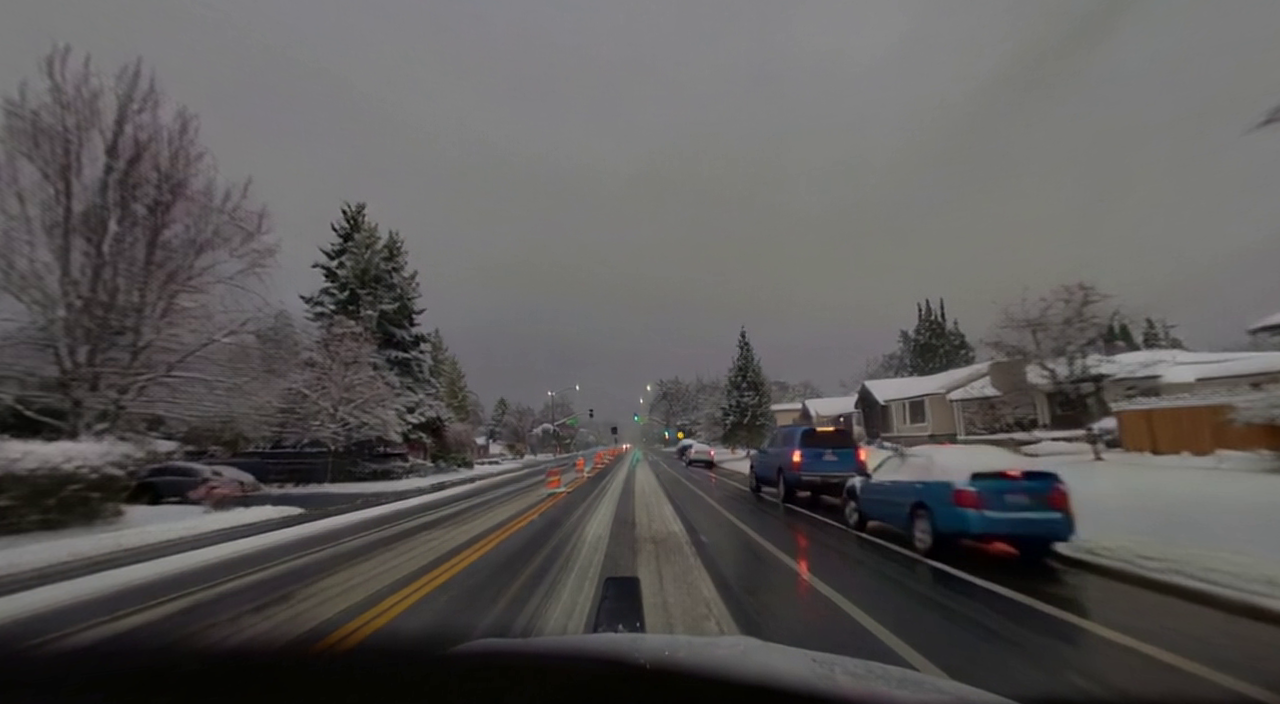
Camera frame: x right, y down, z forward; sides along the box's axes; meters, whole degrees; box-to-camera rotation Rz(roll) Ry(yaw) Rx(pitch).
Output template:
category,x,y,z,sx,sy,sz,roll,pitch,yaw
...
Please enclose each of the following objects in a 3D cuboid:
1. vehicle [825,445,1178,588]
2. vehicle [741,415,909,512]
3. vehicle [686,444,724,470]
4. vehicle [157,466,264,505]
category,x,y,z,sx,sy,sz,roll,pitch,yaw
vehicle,4.146,1.922,8.391,1.928,1.333,4.586,0,-9,-1
vehicle,4.116,2.600,15.169,2.255,1.914,4.967,0,-9,-3
vehicle,3.909,6.396,38.600,1.870,1.441,4.539,-1,-9,1
vehicle,-20.229,6.270,30.078,2.015,1.444,4.958,-1,-9,-5
